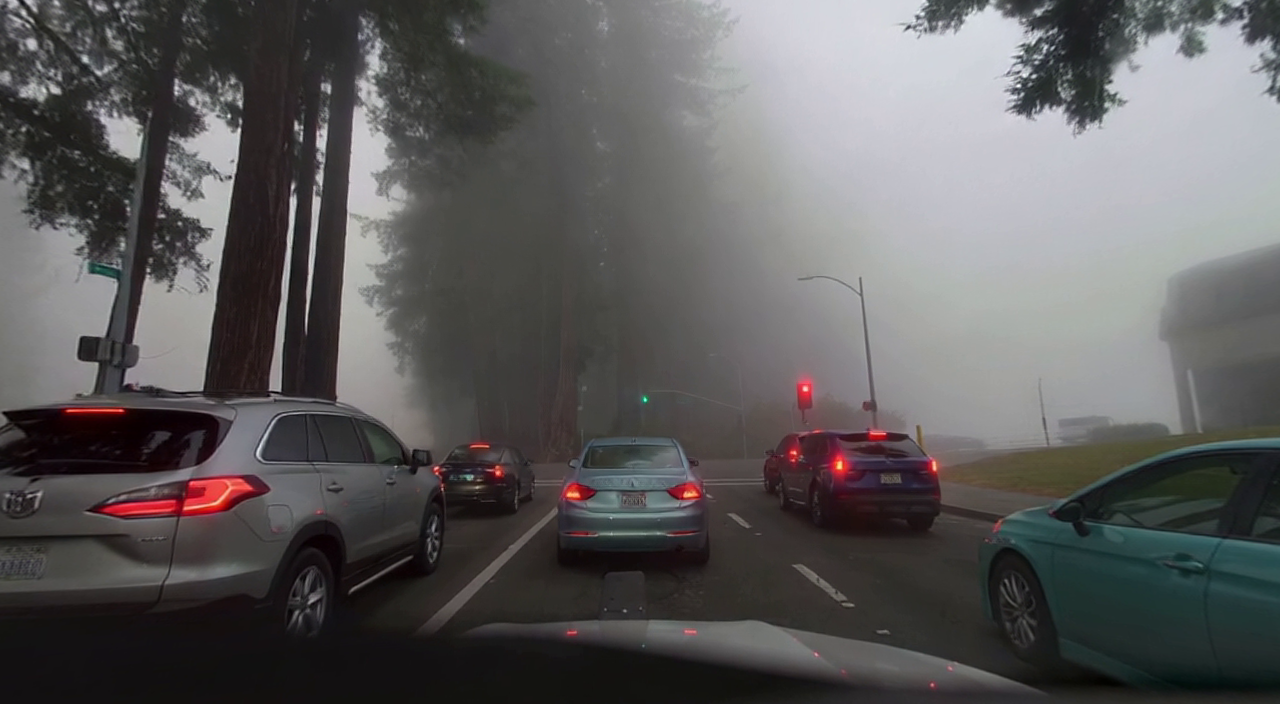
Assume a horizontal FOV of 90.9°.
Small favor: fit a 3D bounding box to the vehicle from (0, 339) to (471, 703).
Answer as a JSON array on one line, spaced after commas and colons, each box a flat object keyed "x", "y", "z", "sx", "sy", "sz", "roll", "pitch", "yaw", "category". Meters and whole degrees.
[{"x": -3.144, "y": 1.160, "z": 5.059, "sx": 2.168, "sy": 1.750, "sz": 4.625, "roll": -1, "pitch": -8, "yaw": 1, "category": "vehicle"}]

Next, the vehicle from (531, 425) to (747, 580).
[{"x": -0.035, "y": 1.799, "z": 8.328, "sx": 2.147, "sy": 1.507, "sz": 3.953, "roll": 0, "pitch": -8, "yaw": -1, "category": "vehicle"}]

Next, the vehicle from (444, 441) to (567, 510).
[{"x": -3.059, "y": 2.905, "z": 15.318, "sx": 1.975, "sy": 1.420, "sz": 4.196, "roll": -1, "pitch": -8, "yaw": 1, "category": "vehicle"}]

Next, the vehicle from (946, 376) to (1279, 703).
[{"x": 3.318, "y": 0.963, "z": 2.835, "sx": 1.899, "sy": 1.588, "sz": 3.888, "roll": 0, "pitch": -9, "yaw": 0, "category": "vehicle"}]

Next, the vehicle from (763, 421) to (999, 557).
[{"x": 3.410, "y": 2.023, "z": 10.031, "sx": 2.040, "sy": 1.647, "sz": 4.379, "roll": 0, "pitch": -9, "yaw": 1, "category": "vehicle"}]
